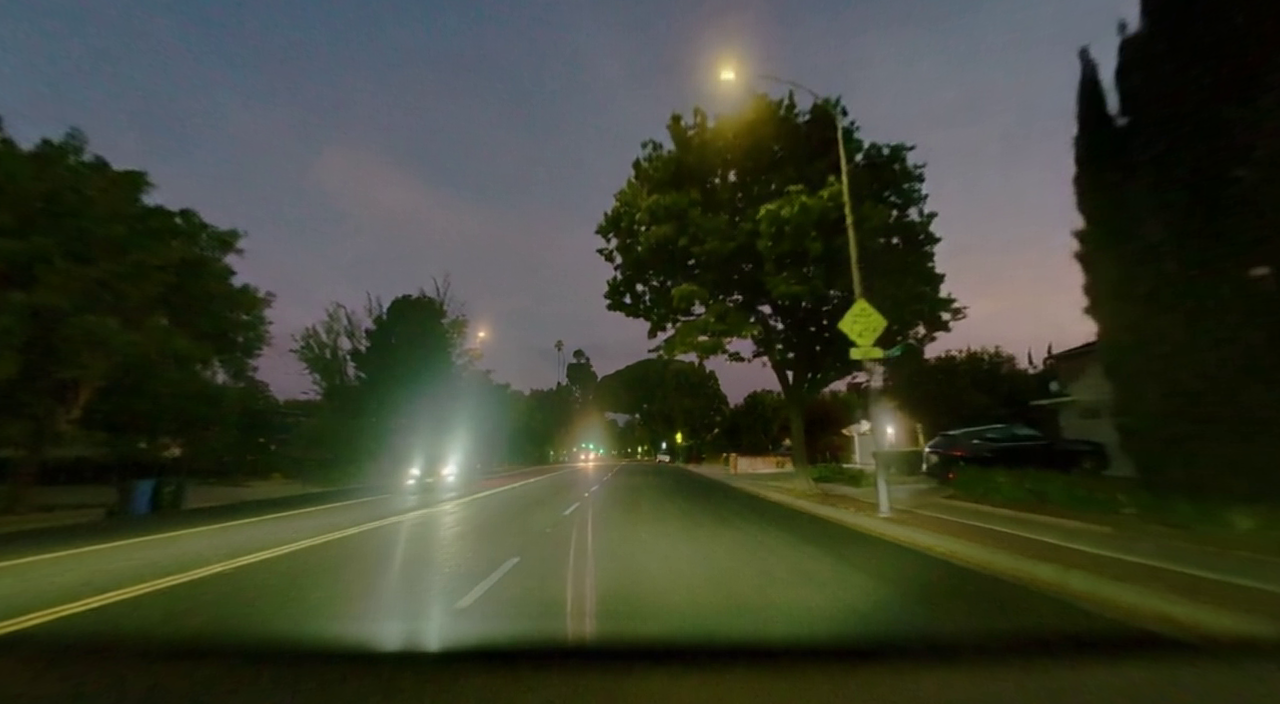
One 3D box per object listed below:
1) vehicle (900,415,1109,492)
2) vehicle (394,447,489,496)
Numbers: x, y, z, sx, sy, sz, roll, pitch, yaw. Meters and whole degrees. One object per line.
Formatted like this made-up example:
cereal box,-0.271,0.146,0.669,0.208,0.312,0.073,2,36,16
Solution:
vehicle,10.536,3.032,18.606,4.583,1.853,2.260,-2,-14,-2
vehicle,-7.183,4.338,23.389,1.951,1.613,4.654,0,-8,1
